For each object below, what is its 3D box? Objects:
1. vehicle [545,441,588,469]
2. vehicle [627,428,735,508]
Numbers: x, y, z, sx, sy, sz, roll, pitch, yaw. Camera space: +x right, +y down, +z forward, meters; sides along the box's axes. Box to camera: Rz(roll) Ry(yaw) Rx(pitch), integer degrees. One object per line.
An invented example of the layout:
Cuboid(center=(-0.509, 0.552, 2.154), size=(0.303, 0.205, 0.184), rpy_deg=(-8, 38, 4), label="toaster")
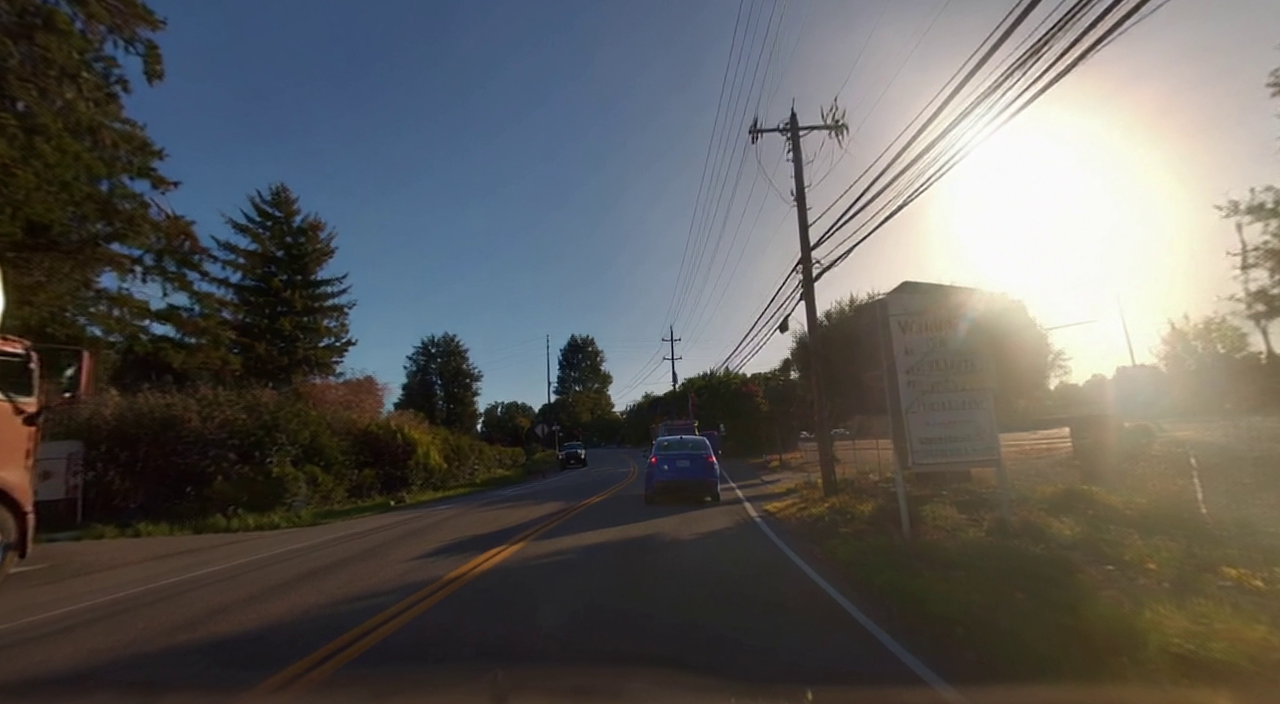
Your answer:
Cuboid(center=(-5.603, 7.697, 47.375), size=(2.668, 1.981, 5.575), rpy_deg=(2, -9, -12), label="vehicle")
Cuboid(center=(0.845, 2.510, 14.026), size=(2.081, 1.503, 3.726), rpy_deg=(0, -8, 2), label="vehicle")
